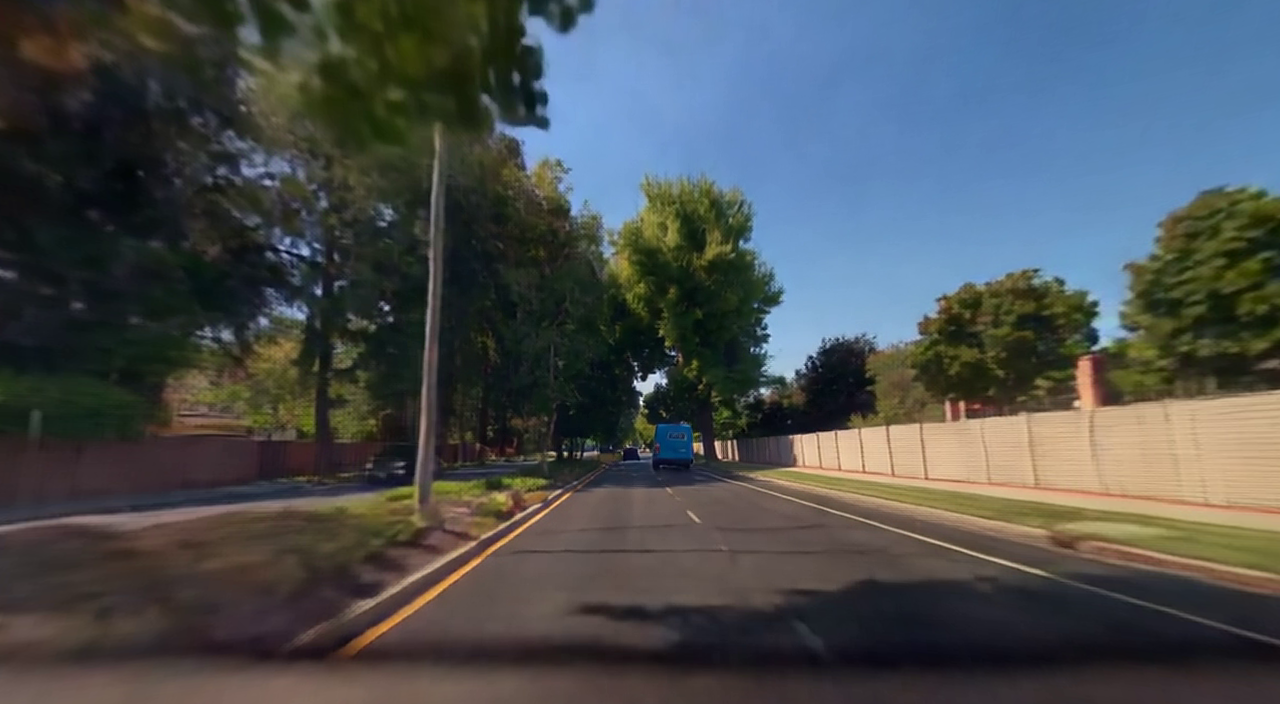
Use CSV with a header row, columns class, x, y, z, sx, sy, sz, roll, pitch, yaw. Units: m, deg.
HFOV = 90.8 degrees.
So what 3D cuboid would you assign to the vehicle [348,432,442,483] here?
class,x,y,z,sx,sy,sz,roll,pitch,yaw
vehicle,-12.289,5.355,32.323,2.418,2.348,5.867,0,-9,0
